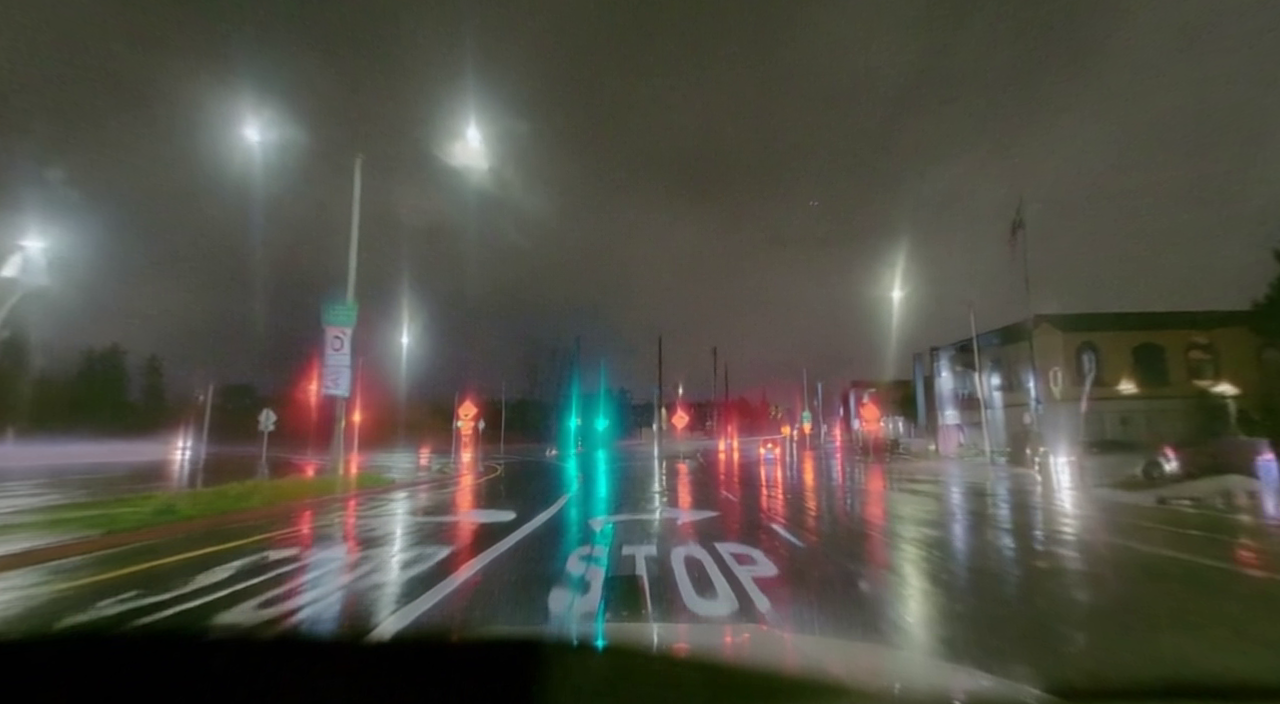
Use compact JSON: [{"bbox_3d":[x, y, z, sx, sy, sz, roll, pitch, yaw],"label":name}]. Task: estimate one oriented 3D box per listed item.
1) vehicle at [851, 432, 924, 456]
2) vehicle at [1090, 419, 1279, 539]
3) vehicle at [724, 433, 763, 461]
[{"bbox_3d":[18.387,6.862,47.084,4.615,1.738,1.990,-1,-9,4],"label":"vehicle"},{"bbox_3d":[10.442,2.093,10.723,1.961,1.754,4.889,0,-8,1],"label":"vehicle"},{"bbox_3d":[6.983,6.453,42.969,2.150,1.779,4.423,-1,-8,4],"label":"vehicle"}]
